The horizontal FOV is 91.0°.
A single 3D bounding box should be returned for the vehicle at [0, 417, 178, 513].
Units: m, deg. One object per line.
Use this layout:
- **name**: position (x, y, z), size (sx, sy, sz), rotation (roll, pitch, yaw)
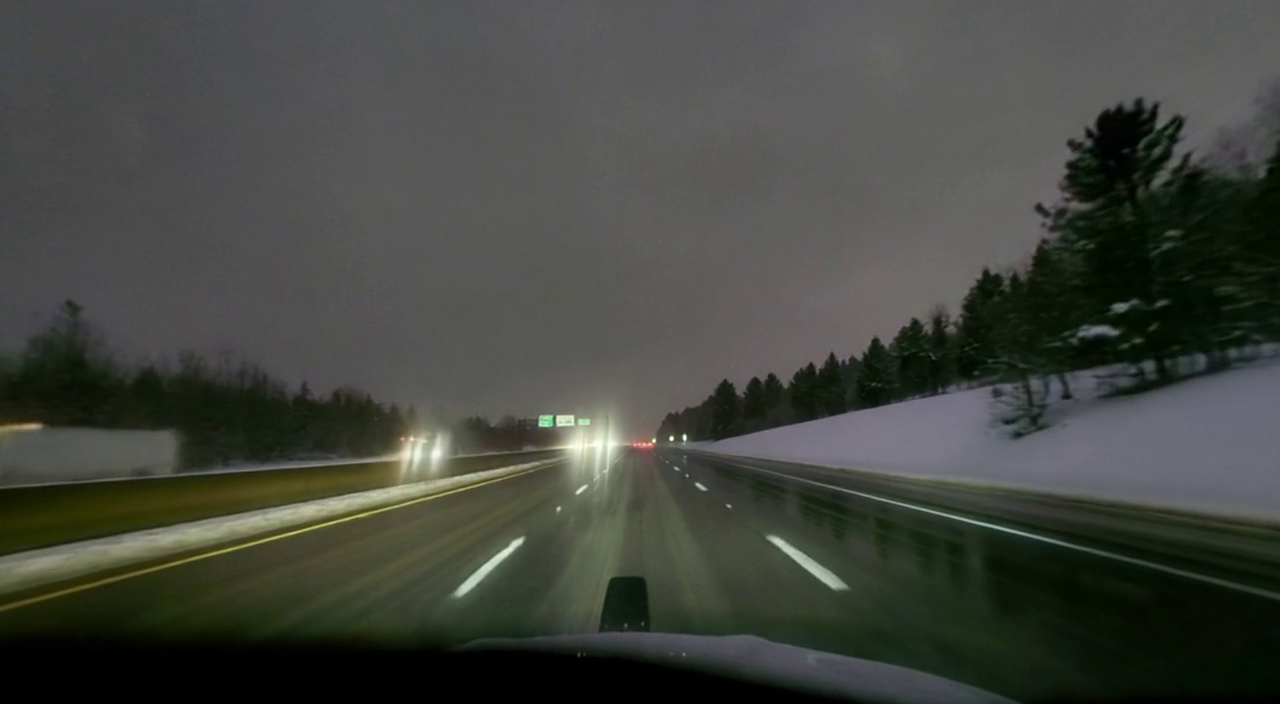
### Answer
- **vehicle**: position (-18.968, 3.703, 21.190), size (2.424, 2.756, 5.523), rotation (0, -8, 1)
